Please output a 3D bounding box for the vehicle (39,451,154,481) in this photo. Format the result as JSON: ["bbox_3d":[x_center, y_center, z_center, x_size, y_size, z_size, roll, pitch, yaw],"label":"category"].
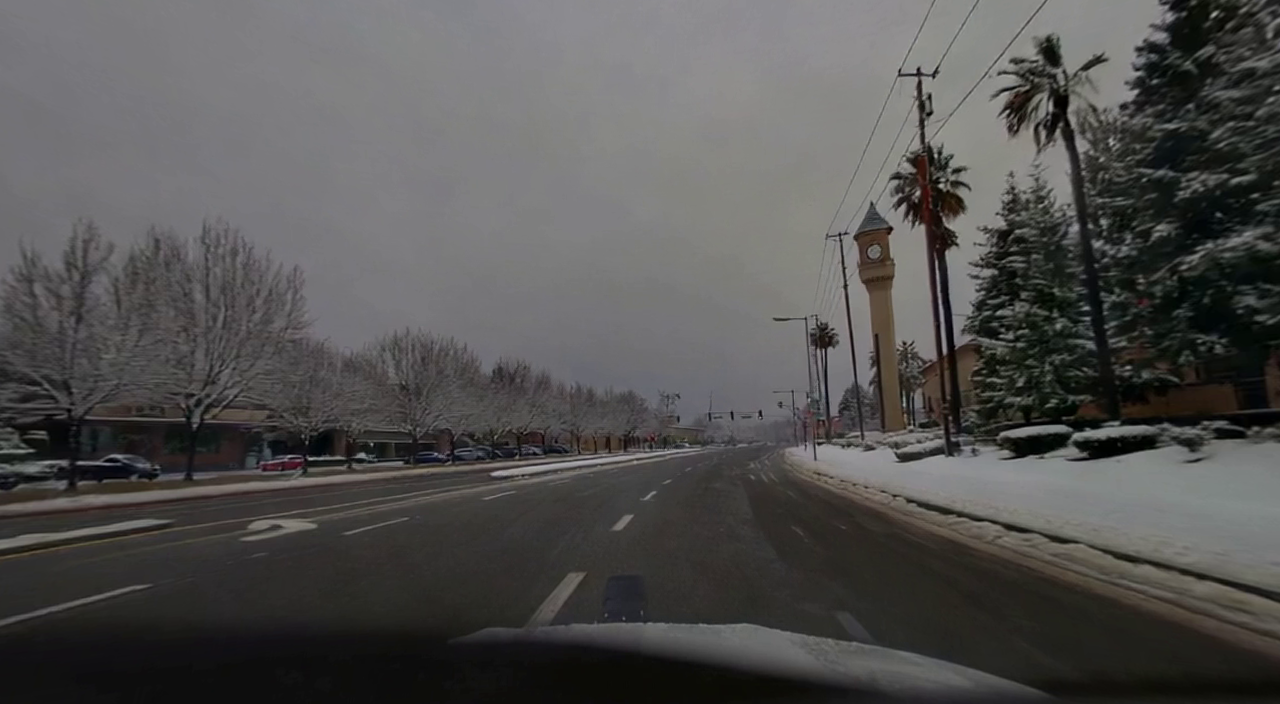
[{"bbox_3d":[-36.152,7.553,41.858,5.582,1.832,2.493,-1,-9,6],"label":"vehicle"}]

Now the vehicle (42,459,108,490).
[{"bbox_3d":[-31.843,6.848,35.340,4.647,1.539,1.949,-7,-11,39],"label":"vehicle"}]
